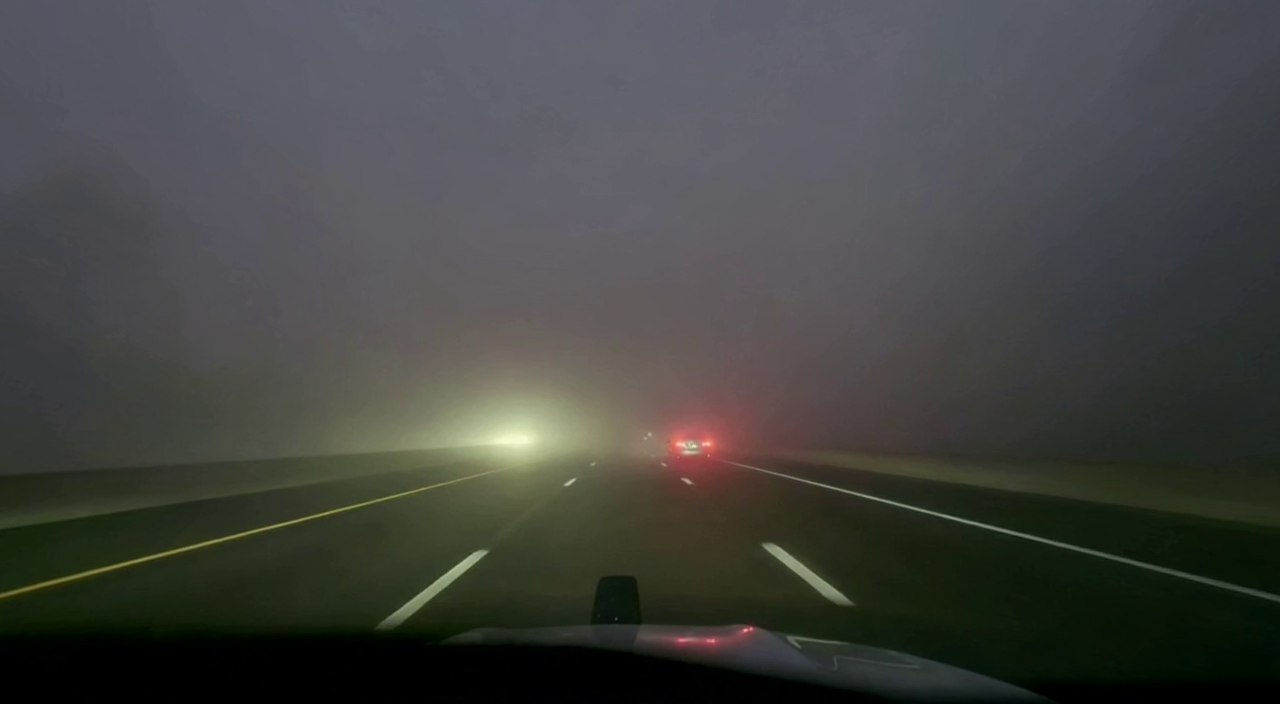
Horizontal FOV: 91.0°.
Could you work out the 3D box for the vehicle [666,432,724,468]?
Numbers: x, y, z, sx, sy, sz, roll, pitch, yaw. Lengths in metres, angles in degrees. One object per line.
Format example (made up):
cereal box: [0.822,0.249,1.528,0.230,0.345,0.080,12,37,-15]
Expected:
vehicle: [2.635,4.836,31.207,2.349,1.651,4.161,0,-8,-2]
